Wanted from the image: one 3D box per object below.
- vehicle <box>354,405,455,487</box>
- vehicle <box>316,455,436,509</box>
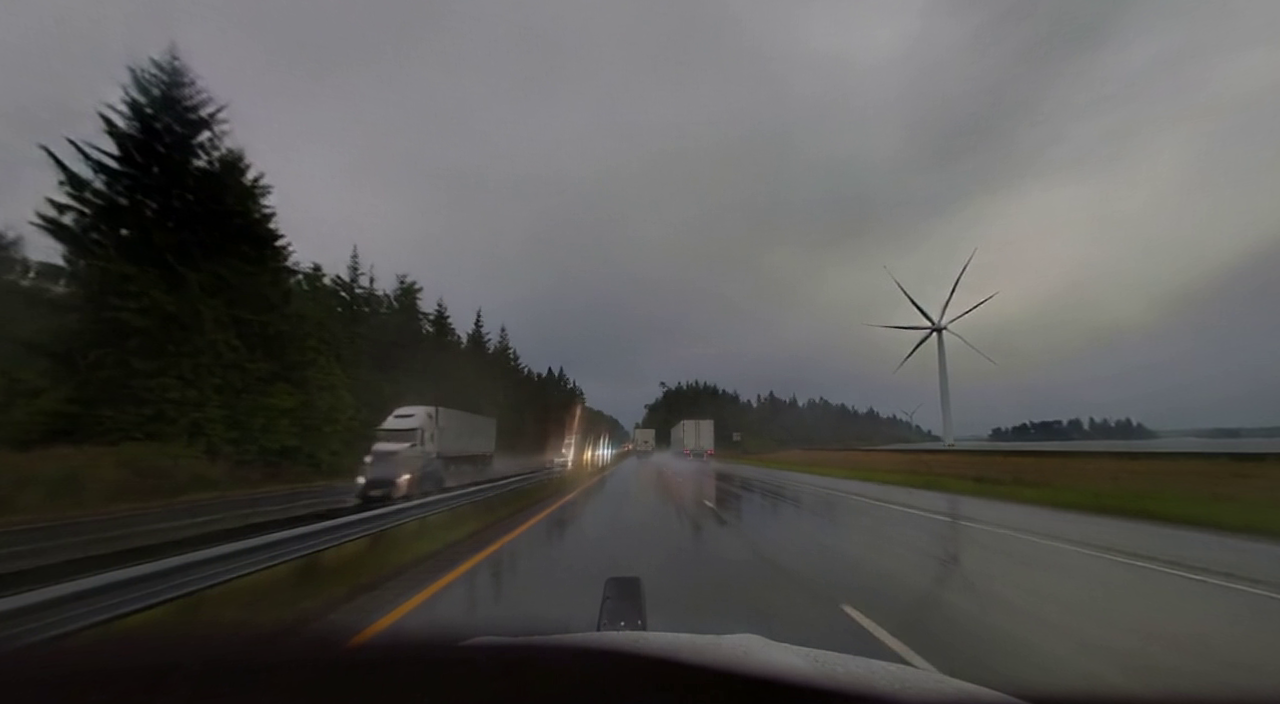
[{"bbox_3d":[-12.492,5.091,34.092,3.016,3.985,5.905,0,-9,0],"label":"vehicle"},{"bbox_3d":[-8.401,4.138,20.568,2.015,1.523,4.279,0,-9,1],"label":"vehicle"}]
